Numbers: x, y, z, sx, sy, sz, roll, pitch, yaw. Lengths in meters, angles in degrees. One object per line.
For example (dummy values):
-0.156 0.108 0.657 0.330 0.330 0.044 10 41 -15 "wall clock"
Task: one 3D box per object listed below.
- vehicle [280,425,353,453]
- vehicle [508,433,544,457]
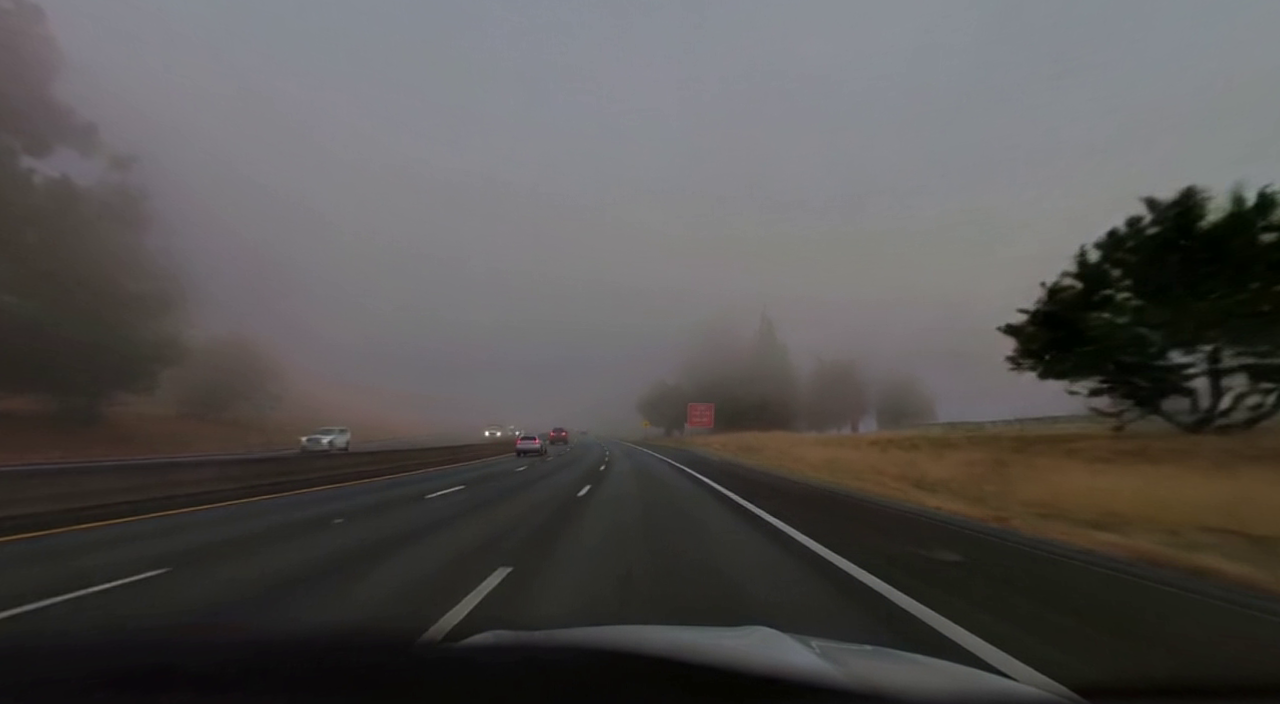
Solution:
-22.244 6.056 43.724 2.148 1.794 5.793 0 -8 -2 "vehicle"
-8.083 6.587 44.915 1.931 1.608 3.977 0 -8 -2 "vehicle"
